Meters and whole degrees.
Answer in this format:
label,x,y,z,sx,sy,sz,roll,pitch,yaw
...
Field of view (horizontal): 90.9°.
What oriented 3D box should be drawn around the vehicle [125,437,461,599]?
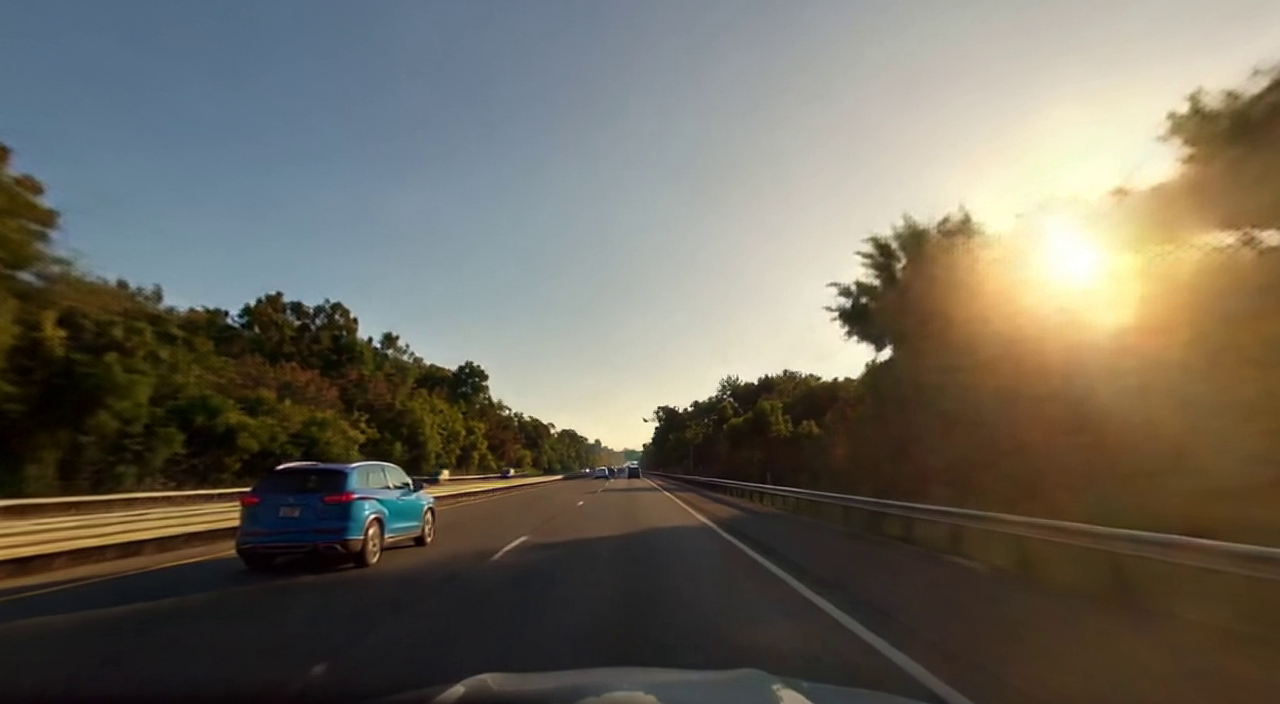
label,x,y,z,sx,sy,sz,roll,pitch,yaw
vehicle,-3.953,1.990,8.201,2.017,1.516,4.041,1,-11,0
